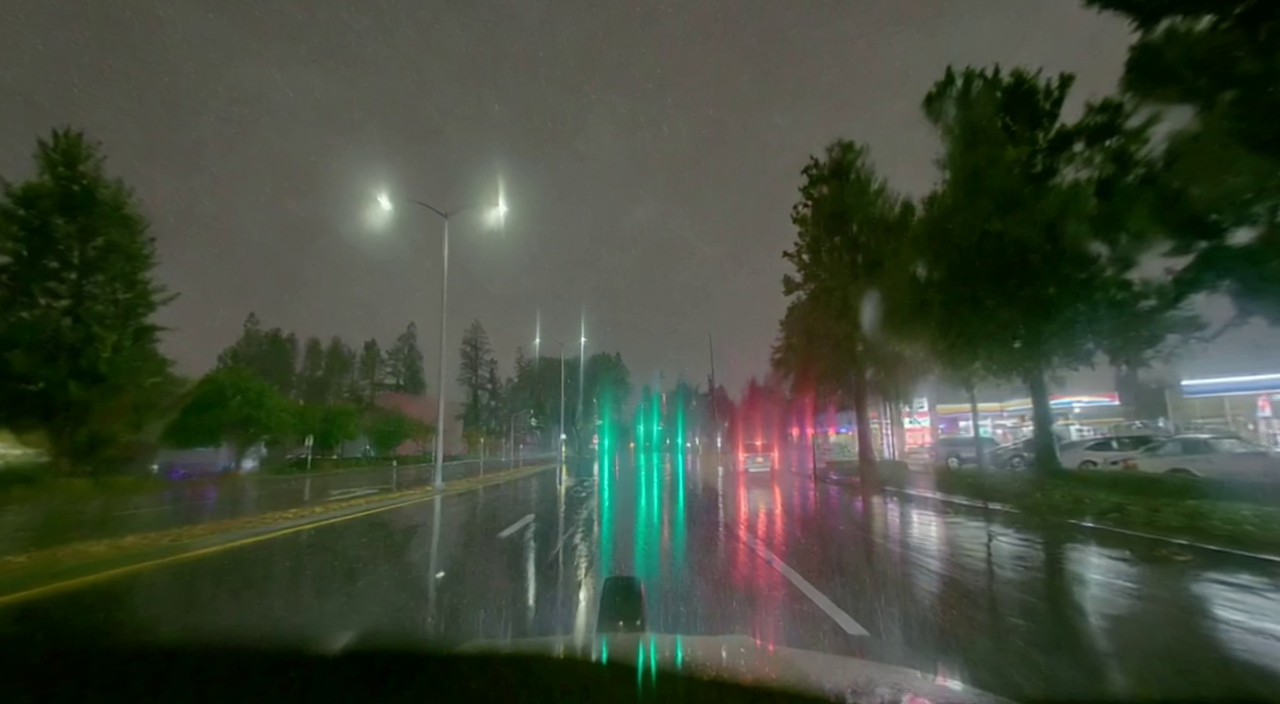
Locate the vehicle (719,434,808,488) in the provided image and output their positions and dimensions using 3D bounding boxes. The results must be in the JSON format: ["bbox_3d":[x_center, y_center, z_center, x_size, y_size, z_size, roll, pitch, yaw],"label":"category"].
[{"bbox_3d":[4.632,4.167,24.614,2.245,1.864,5.076,0,-8,-2],"label":"vehicle"}]

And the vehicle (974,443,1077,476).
[{"bbox_3d":[16.687,4.670,27.451,3.269,1.315,1.731,0,-10,-3],"label":"vehicle"}]

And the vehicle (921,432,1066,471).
[{"bbox_3d":[16.729,4.751,30.154,5.536,1.705,2.122,-1,-9,1],"label":"vehicle"}]

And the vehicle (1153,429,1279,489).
[{"bbox_3d":[16.386,2.856,16.975,3.459,1.501,1.974,0,-8,-1],"label":"vehicle"}]

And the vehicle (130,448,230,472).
[{"bbox_3d":[-32.961,7.739,45.392,5.406,1.627,2.177,0,-8,-1],"label":"vehicle"}]
